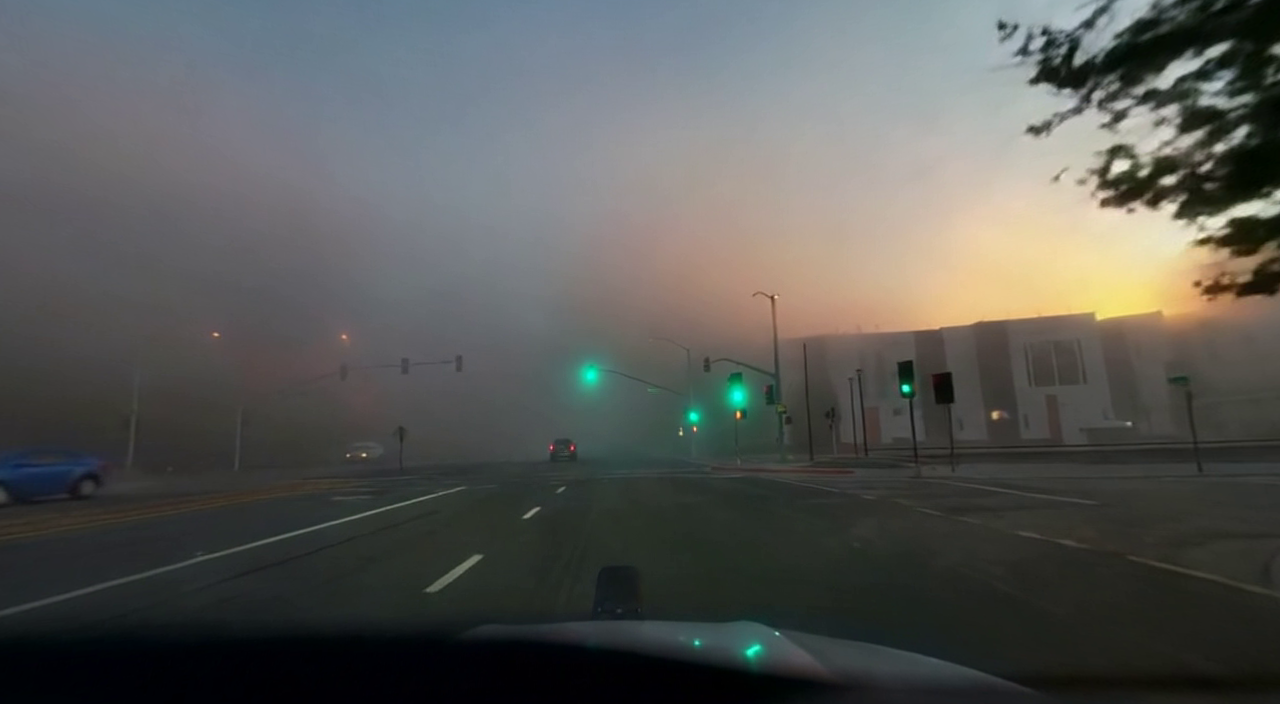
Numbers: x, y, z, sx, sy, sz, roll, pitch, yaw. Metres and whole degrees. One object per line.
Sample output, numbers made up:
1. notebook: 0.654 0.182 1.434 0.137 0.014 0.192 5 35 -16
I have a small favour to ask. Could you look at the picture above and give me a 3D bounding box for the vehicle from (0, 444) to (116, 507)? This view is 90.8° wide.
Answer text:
1. vehicle: -20.326 4.028 20.924 2.097 1.858 4.601 0 -9 -3
